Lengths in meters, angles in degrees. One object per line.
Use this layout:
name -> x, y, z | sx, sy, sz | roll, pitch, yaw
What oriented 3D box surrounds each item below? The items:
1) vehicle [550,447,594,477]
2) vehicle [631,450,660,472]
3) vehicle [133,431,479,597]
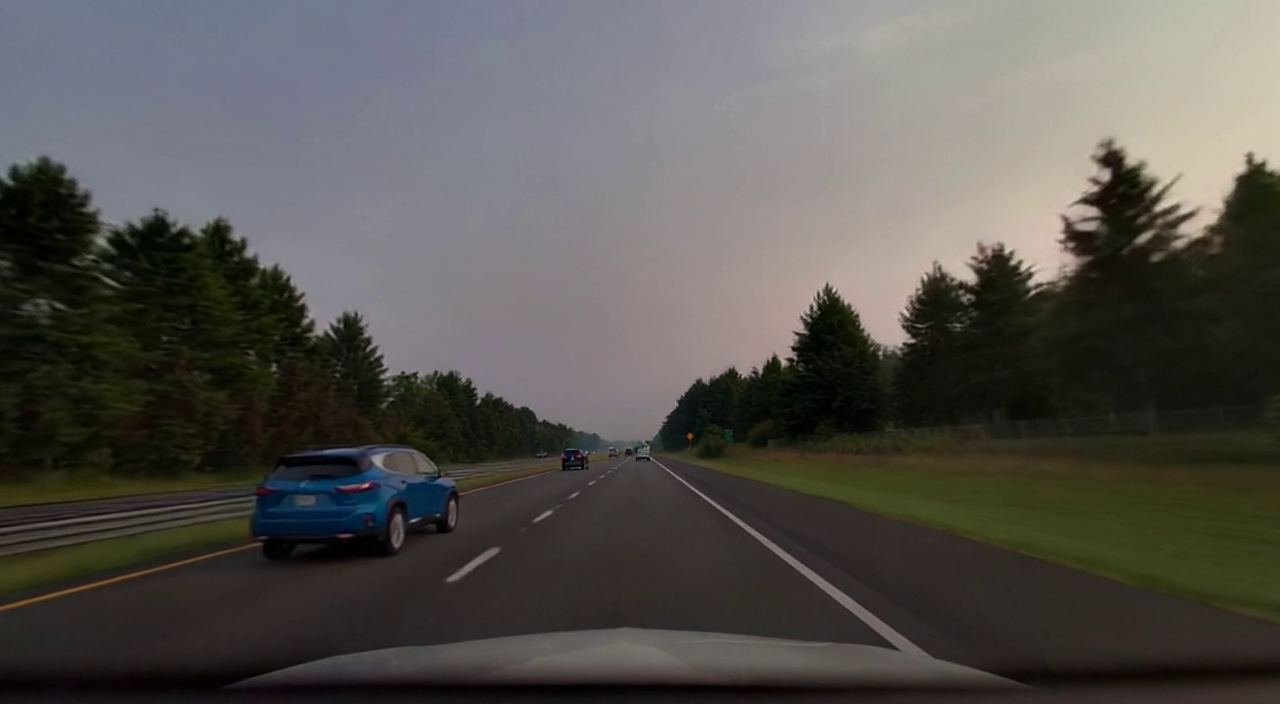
vehicle -> -3.975, 6.496, 37.667 | 2.100, 1.667, 4.223 | 0, -9, 1
vehicle -> 0.406, 7.985, 46.435 | 2.046, 1.452, 4.407 | 0, -9, 0
vehicle -> -3.644, 1.828, 8.022 | 2.034, 1.520, 4.236 | 0, -9, 1
